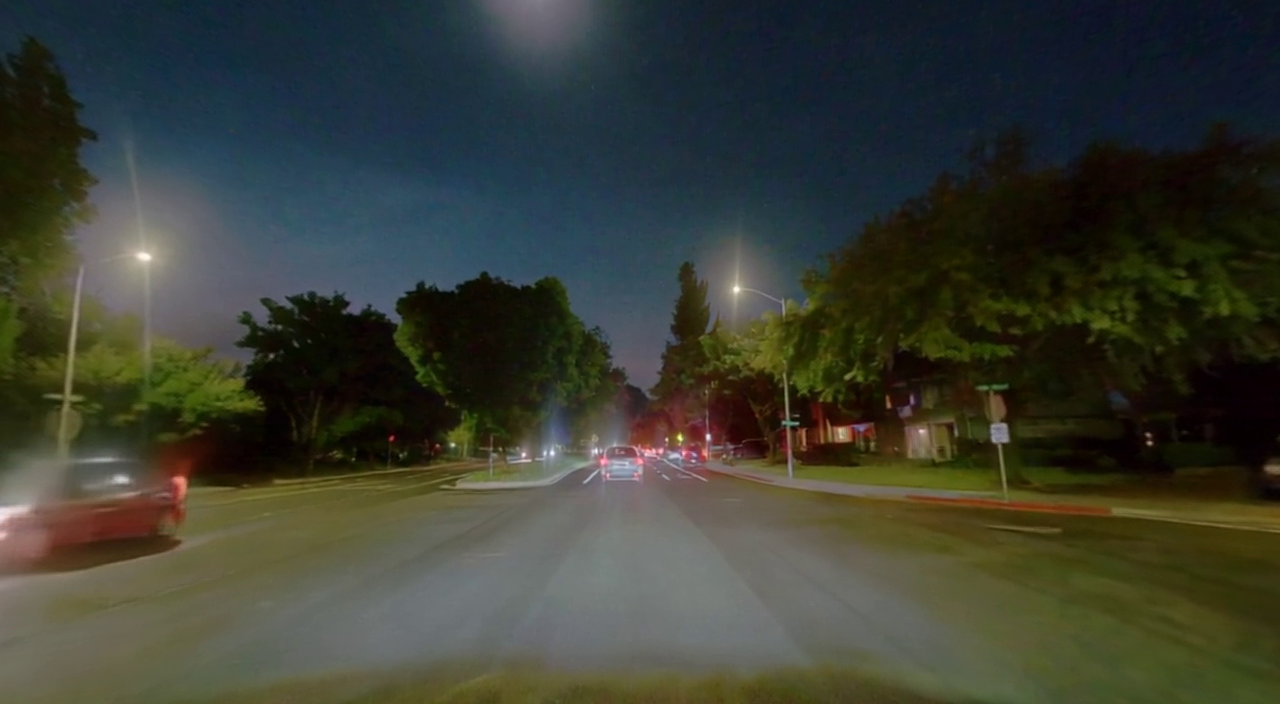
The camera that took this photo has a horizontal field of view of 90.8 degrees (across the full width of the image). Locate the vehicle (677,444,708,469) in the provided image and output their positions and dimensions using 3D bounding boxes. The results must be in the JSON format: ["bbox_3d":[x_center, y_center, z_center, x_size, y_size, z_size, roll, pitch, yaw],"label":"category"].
[{"bbox_3d":[3.904,7.822,47.605,2.045,1.776,4.851,0,-8,2],"label":"vehicle"}]

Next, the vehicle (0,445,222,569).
[{"bbox_3d":[-8.606,2.239,9.894,1.861,1.516,3.752,1,-8,-7],"label":"vehicle"}]

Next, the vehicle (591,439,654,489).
[{"bbox_3d":[-0.603,4.051,23.230,2.106,1.655,3.717,0,-8,-1],"label":"vehicle"}]
